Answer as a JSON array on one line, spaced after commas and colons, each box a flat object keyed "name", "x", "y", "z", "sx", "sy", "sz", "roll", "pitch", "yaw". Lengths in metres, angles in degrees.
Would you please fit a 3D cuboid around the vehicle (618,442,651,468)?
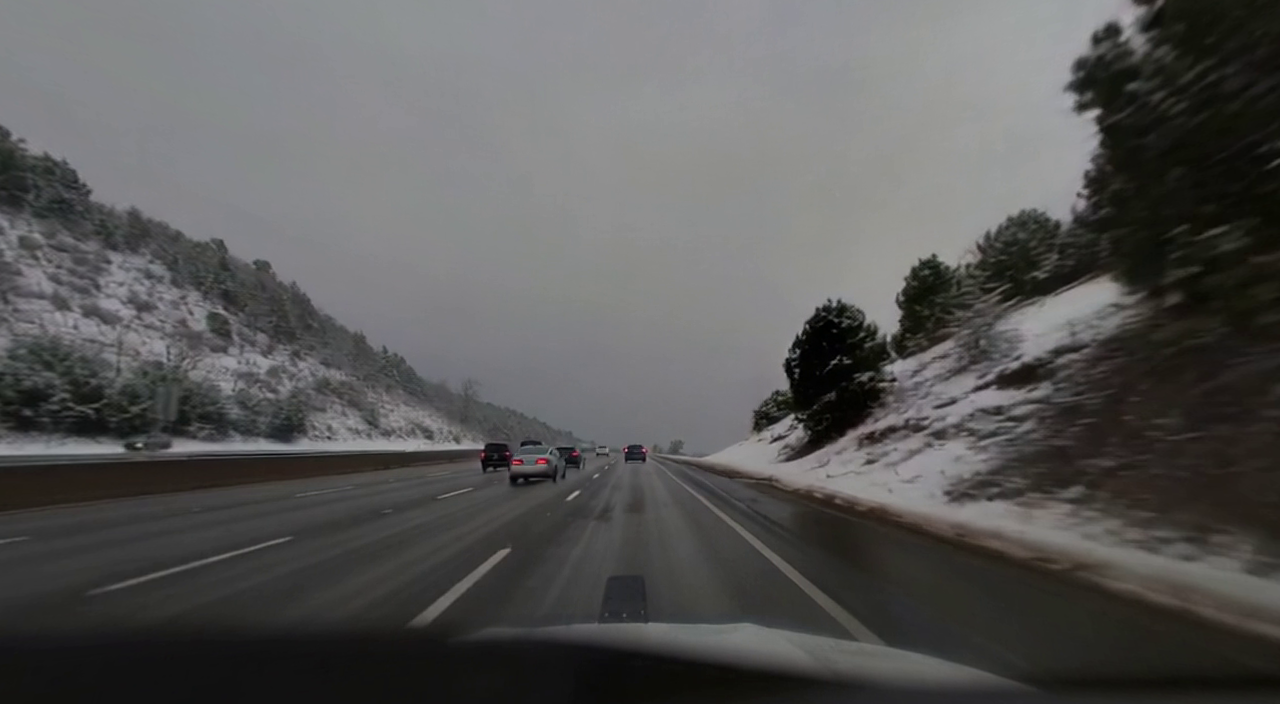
[{"name": "vehicle", "x": -0.398, "y": 6.953, "z": 42.789, "sx": 2.138, "sy": 1.674, "sz": 4.044, "roll": 0, "pitch": -8, "yaw": -1}]

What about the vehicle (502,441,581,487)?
[{"name": "vehicle", "x": -3.531, "y": 4.111, "z": 23.492, "sx": 2.080, "sy": 1.505, "sz": 4.649, "roll": -1, "pitch": -8, "yaw": 1}]
